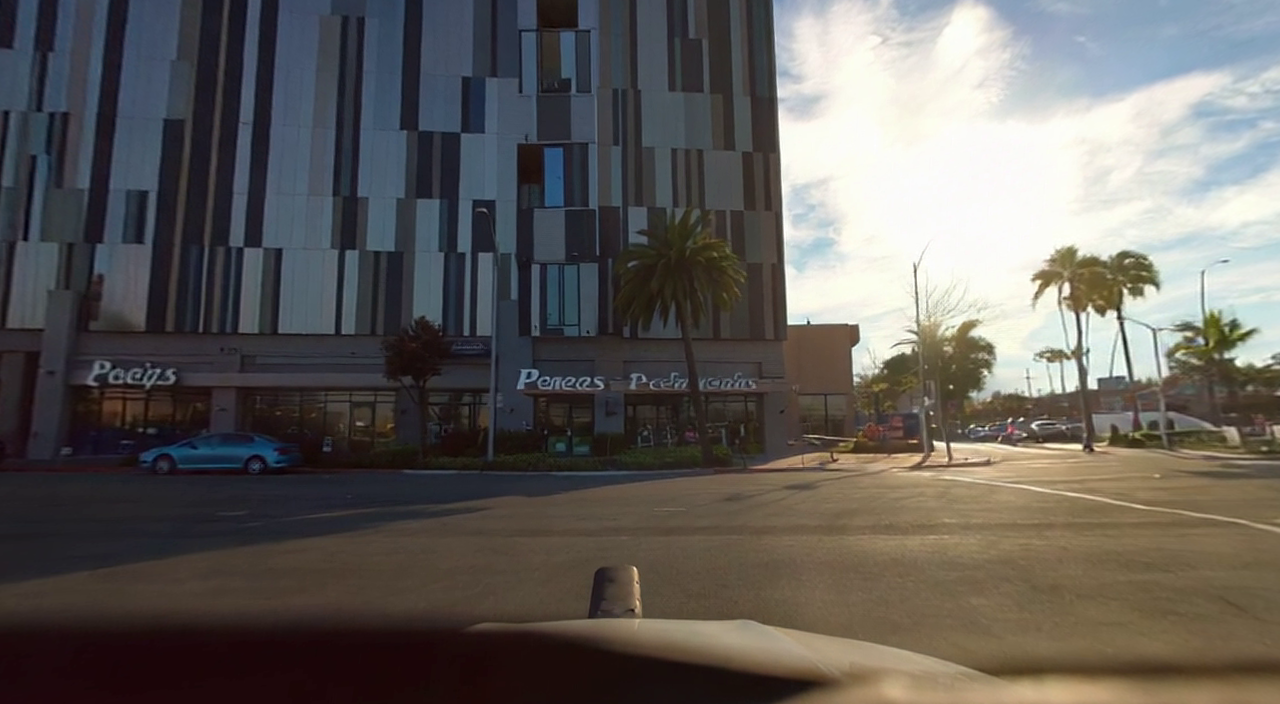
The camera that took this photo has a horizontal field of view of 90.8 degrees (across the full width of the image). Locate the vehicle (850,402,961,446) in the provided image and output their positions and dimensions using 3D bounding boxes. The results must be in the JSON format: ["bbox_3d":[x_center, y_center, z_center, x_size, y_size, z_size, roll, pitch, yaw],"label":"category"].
[{"bbox_3d":[15.627,4.254,37.385,5.524,2.504,2.196,0,-7,-4],"label":"vehicle"}]

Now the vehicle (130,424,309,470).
[{"bbox_3d":[-14.364,3.284,21.787,4.857,1.497,1.811,0,-9,0],"label":"vehicle"}]

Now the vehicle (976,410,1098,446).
[{"bbox_3d":[27.687,5.295,44.248,7.026,2.329,2.545,1,-6,-5],"label":"vehicle"}]

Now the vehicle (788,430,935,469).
[{"bbox_3d":[8.160,3.640,23.506,4.782,1.371,1.763,1,-9,-6],"label":"vehicle"}]
